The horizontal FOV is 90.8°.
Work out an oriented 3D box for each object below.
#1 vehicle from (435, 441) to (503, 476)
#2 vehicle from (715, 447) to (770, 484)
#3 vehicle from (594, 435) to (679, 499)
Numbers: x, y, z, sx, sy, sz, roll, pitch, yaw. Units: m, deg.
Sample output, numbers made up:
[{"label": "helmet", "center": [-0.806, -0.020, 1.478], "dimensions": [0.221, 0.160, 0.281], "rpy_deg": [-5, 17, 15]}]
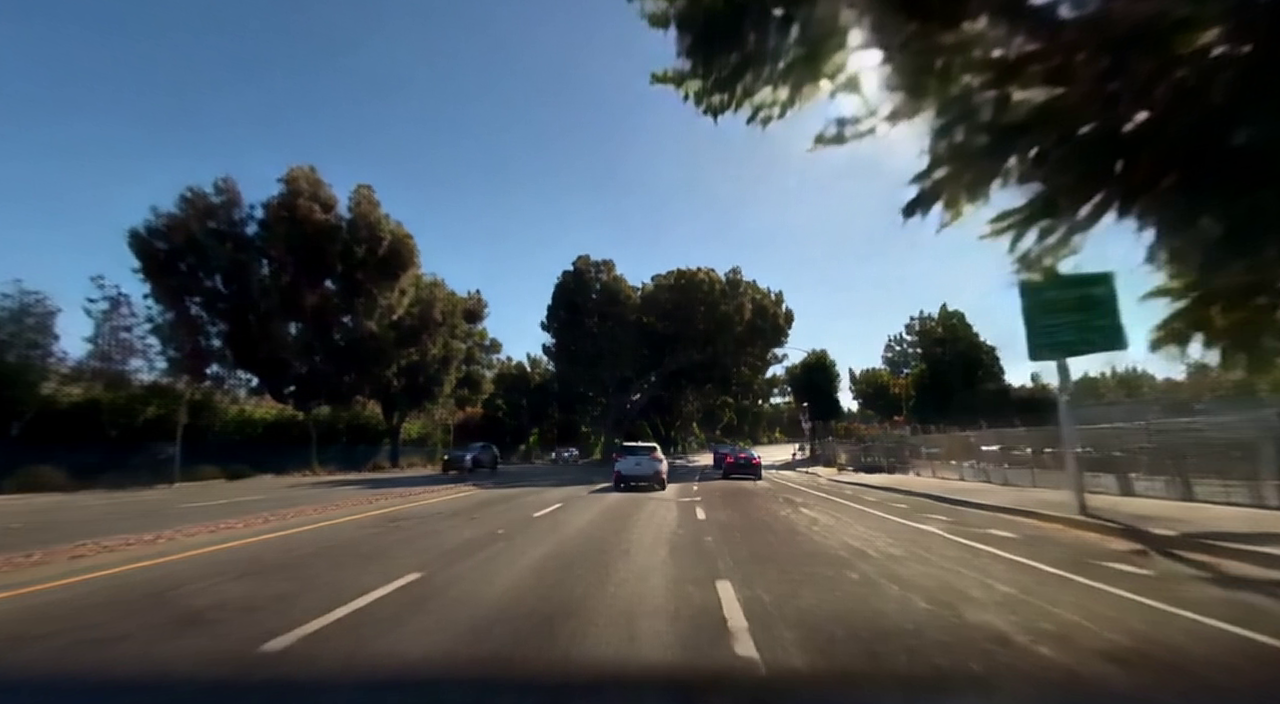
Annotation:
[{"label": "vehicle", "center": [-9.437, 5.925, 35.258], "dimensions": [2.034, 1.791, 4.582], "rpy_deg": [-1, -9, 7]}, {"label": "vehicle", "center": [4.399, 4.893, 27.675], "dimensions": [2.147, 1.474, 4.083], "rpy_deg": [-1, -9, 6]}, {"label": "vehicle", "center": [0.035, 3.396, 19.089], "dimensions": [2.105, 1.676, 4.541], "rpy_deg": [-1, -9, 5]}]
